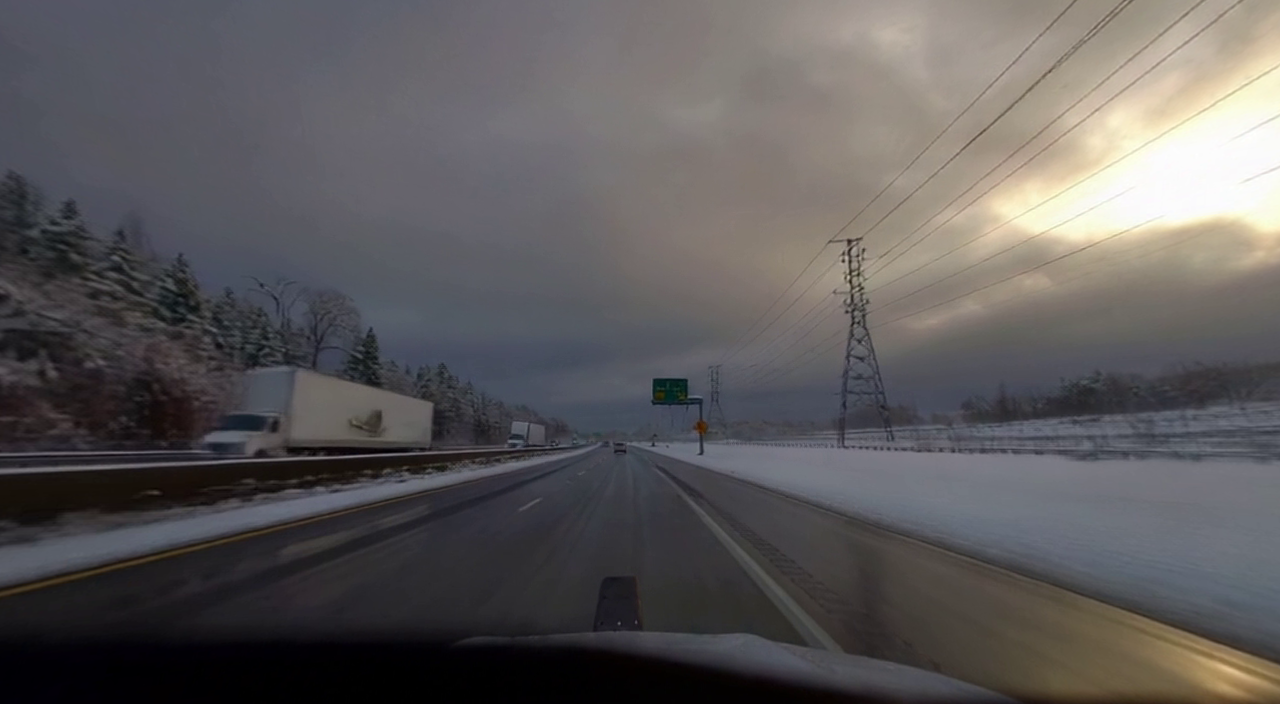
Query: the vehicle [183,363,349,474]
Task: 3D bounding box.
[{"bbox_3d":[-15.385,2.932,26.499,3.088,4.148,6.103,0,-9,-1],"label":"vehicle"}]
